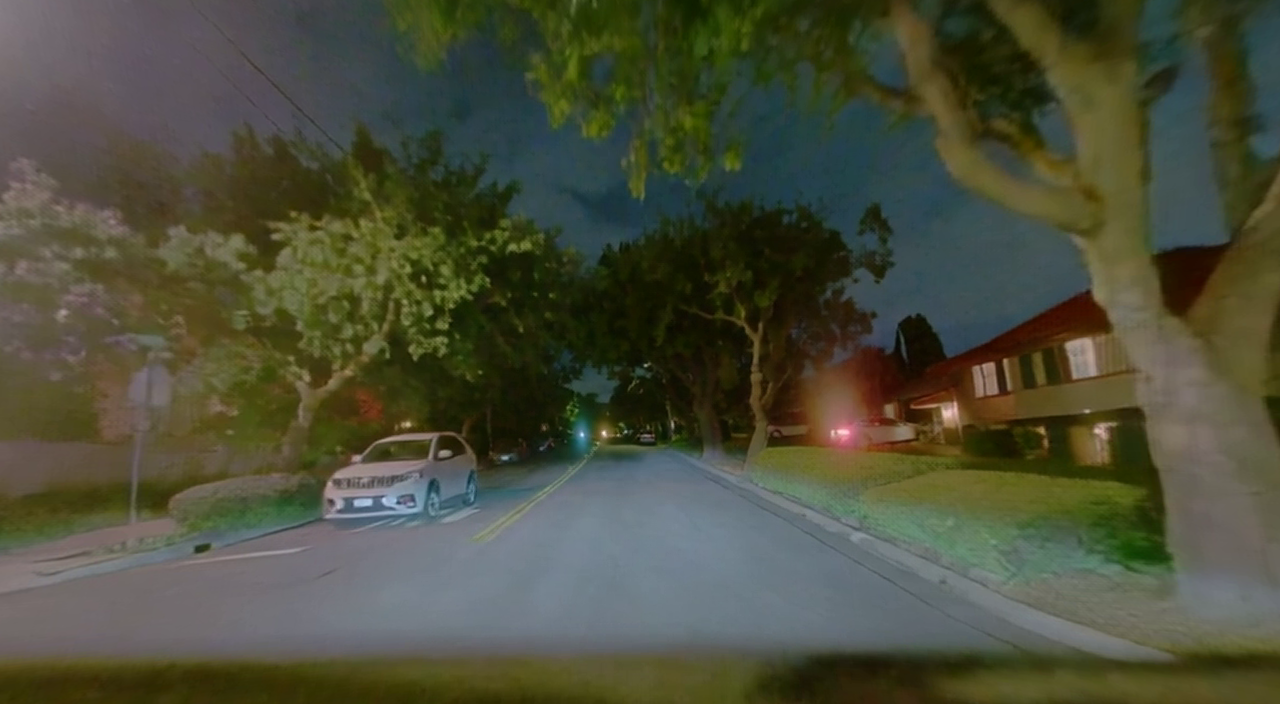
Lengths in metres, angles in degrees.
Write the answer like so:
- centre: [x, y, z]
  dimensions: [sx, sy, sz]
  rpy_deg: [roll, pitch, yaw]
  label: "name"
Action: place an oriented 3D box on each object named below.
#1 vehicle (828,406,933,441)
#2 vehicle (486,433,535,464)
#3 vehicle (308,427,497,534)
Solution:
- centre: [11.705, 3.536, 31.023]
  dimensions: [4.389, 1.480, 2.038]
  rpy_deg: [-4, -8, 8]
  label: "vehicle"
- centre: [-7.413, 5.559, 36.544]
  dimensions: [2.031, 1.662, 4.194]
  rpy_deg: [0, -8, -1]
  label: "vehicle"
- centre: [-4.306, 2.376, 12.362]
  dimensions: [1.973, 1.683, 4.400]
  rpy_deg: [0, -8, 0]
  label: "vehicle"
